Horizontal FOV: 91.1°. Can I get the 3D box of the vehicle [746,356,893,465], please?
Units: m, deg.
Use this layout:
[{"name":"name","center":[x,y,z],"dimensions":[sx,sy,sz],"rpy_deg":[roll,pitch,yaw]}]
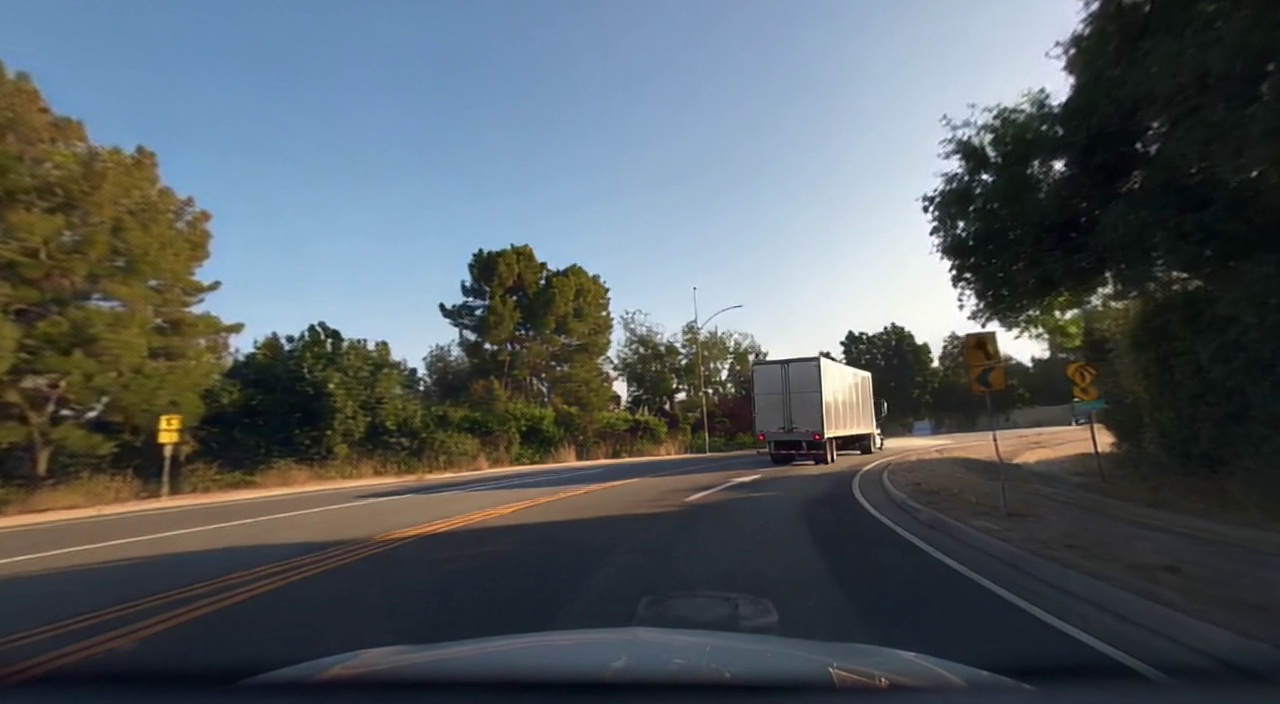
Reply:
[{"name":"vehicle","center":[8.013,2.676,26.666],"dimensions":[2.837,3.712,10.484],"rpy_deg":[-5,-9,33]}]
